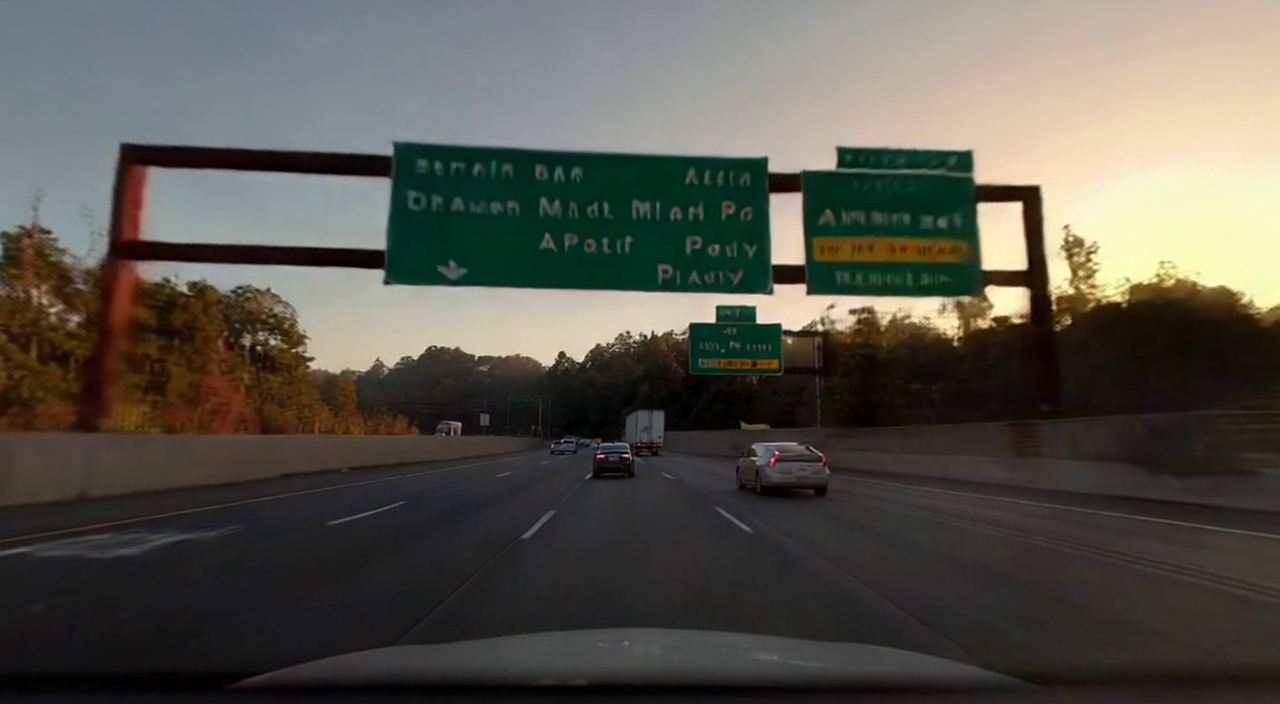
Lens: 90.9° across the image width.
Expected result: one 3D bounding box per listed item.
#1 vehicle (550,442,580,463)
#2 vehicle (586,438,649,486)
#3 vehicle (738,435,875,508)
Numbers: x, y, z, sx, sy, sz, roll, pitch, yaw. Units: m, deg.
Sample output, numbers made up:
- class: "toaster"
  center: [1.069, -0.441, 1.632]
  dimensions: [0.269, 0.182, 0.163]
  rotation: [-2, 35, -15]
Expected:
- class: "vehicle"
  center: [-5.682, 7.690, 48.296]
  dimensions: [2.072, 1.512, 4.043]
  rotation: [0, -9, -4]
- class: "vehicle"
  center: [-0.797, 3.850, 22.346]
  dimensions: [2.020, 1.516, 3.951]
  rotation: [0, -9, -2]
- class: "vehicle"
  center: [3.754, 2.774, 15.115]
  dimensions: [1.971, 1.472, 4.301]
  rotation: [0, -9, -2]
